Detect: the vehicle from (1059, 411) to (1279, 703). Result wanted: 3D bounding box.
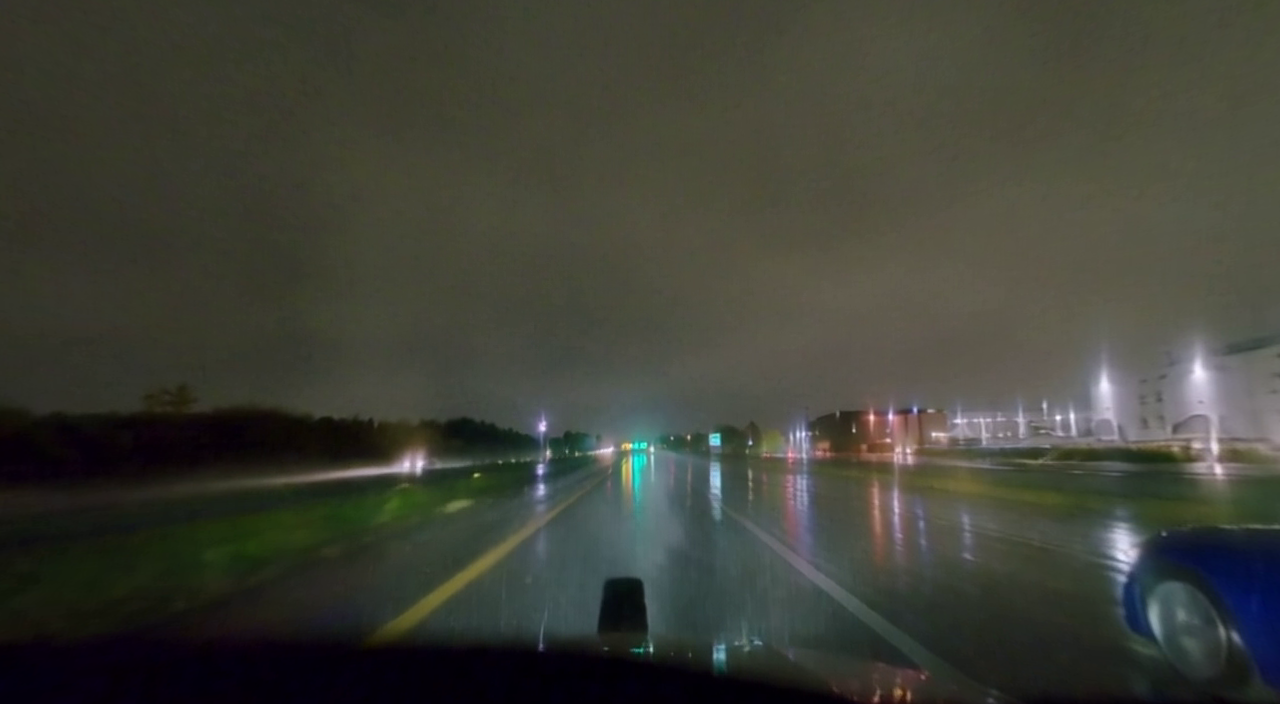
[{"bbox_3d":[4.257,0.929,2.390,2.053,1.490,4.799,0,-8,0],"label":"vehicle"}]
